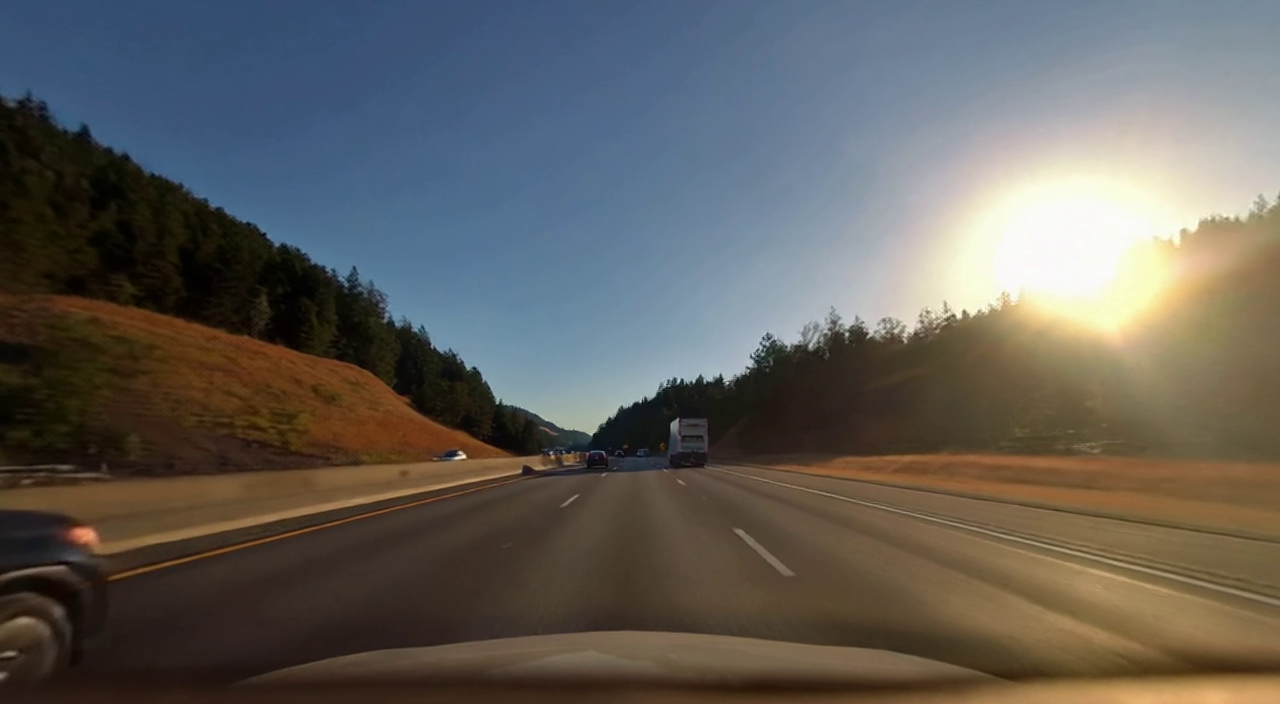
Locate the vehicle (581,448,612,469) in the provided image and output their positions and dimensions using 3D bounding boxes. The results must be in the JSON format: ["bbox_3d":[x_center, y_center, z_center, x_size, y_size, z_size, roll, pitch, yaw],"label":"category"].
[{"bbox_3d":[-3.345,8.196,48.890,2.091,1.522,4.301,0,-9,0],"label":"vehicle"}]

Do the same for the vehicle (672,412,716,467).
[{"bbox_3d":[4.111,6.891,49.415,2.904,4.001,5.861,0,-9,-1],"label":"vehicle"}]

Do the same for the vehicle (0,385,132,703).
[{"bbox_3d":[-3.472,0.683,0.985,1.944,1.548,4.051,0,-9,0],"label":"vehicle"}]
